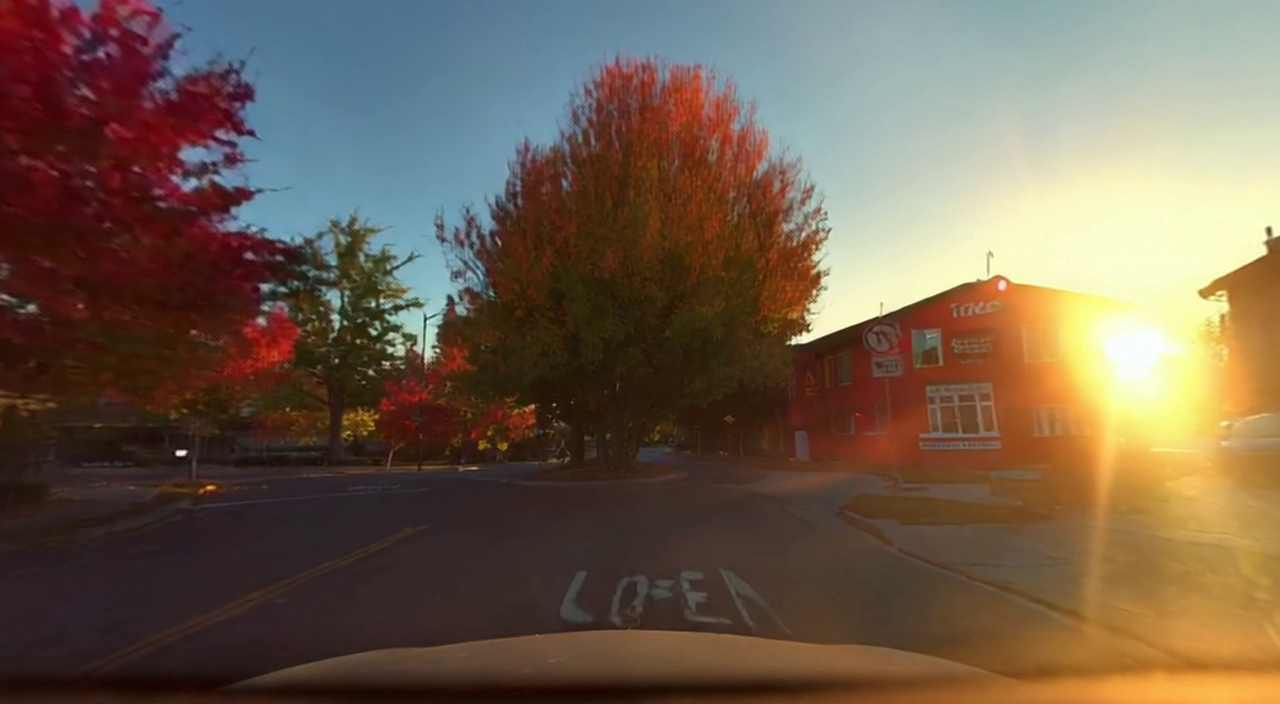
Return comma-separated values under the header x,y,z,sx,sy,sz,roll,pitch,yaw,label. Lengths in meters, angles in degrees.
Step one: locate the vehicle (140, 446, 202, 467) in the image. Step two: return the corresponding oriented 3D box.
x,y,z,sx,sy,sz,roll,pitch,yaw,label
-34.929,7.810,47.012,3.362,1.404,1.588,-2,-8,0,vehicle
